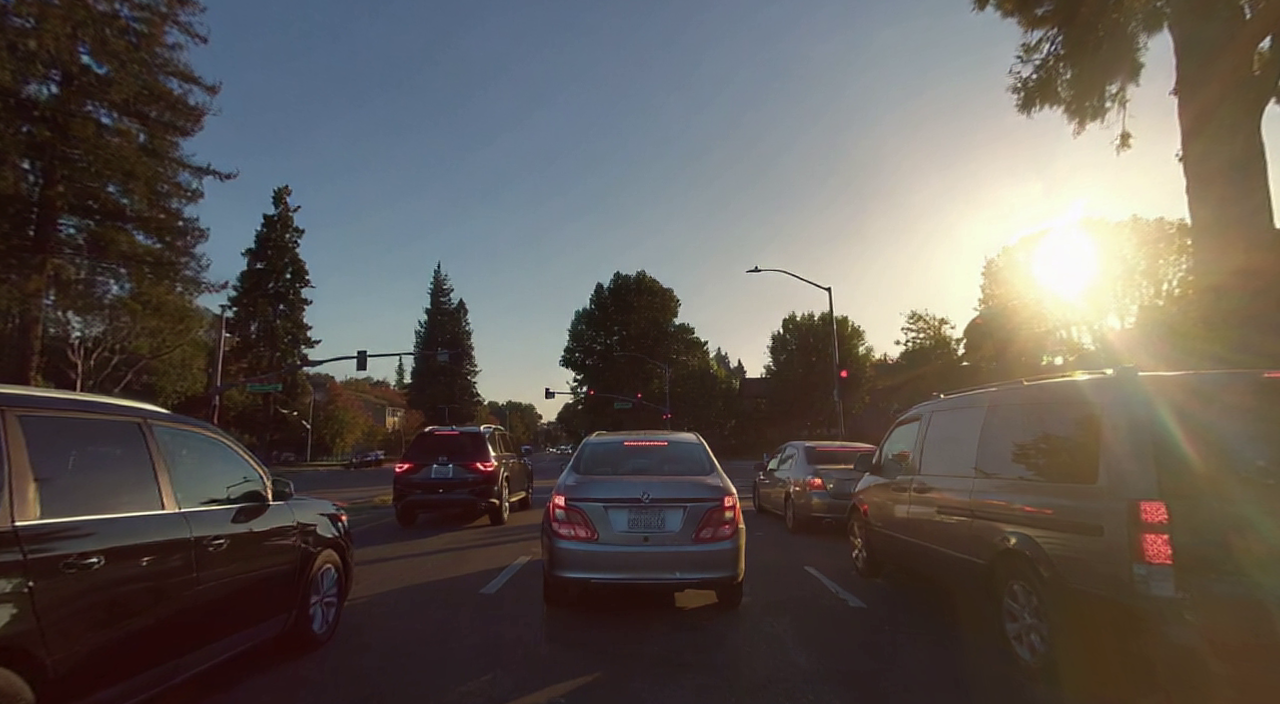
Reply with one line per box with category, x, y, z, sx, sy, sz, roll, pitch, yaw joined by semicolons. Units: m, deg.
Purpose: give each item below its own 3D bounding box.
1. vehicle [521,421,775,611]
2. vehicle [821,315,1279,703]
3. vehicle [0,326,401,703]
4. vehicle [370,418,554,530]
vehicle;0.030;1.600;7.061;2.021;1.490;3.948;0;-8;-1
vehicle;3.221;1.108;4.763;2.141;1.833;4.704;0;-8;-2
vehicle;-3.115;0.959;3.296;1.982;1.721;4.261;0;-8;1
vehicle;-3.175;2.301;12.462;2.117;1.772;4.619;0;-8;2
